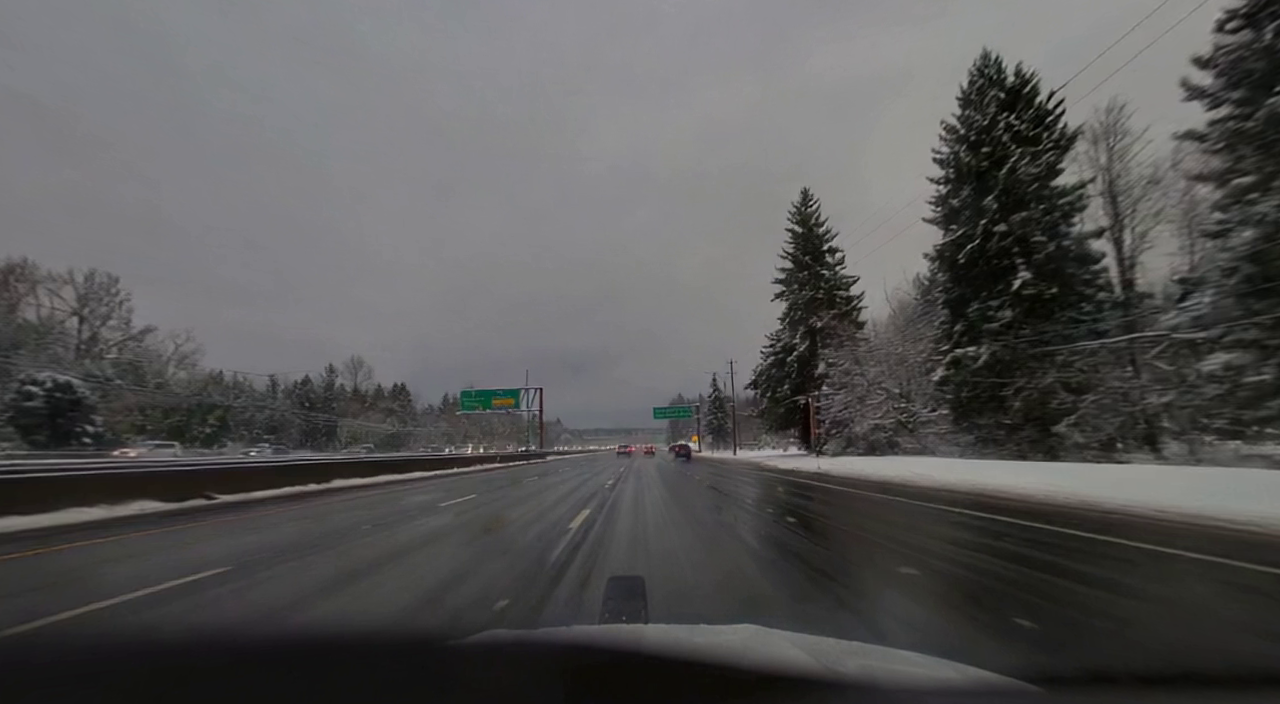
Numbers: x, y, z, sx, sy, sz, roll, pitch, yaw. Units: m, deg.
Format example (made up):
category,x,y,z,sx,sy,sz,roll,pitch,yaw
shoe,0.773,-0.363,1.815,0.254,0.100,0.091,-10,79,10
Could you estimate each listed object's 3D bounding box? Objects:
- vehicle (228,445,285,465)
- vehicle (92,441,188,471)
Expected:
category,x,y,z,sx,sy,sz,roll,pitch,yaw
vehicle,-30.192,8.093,49.785,1.717,1.466,4.377,0,-8,0
vehicle,-30.372,6.313,38.507,1.975,1.717,4.668,0,-8,1
